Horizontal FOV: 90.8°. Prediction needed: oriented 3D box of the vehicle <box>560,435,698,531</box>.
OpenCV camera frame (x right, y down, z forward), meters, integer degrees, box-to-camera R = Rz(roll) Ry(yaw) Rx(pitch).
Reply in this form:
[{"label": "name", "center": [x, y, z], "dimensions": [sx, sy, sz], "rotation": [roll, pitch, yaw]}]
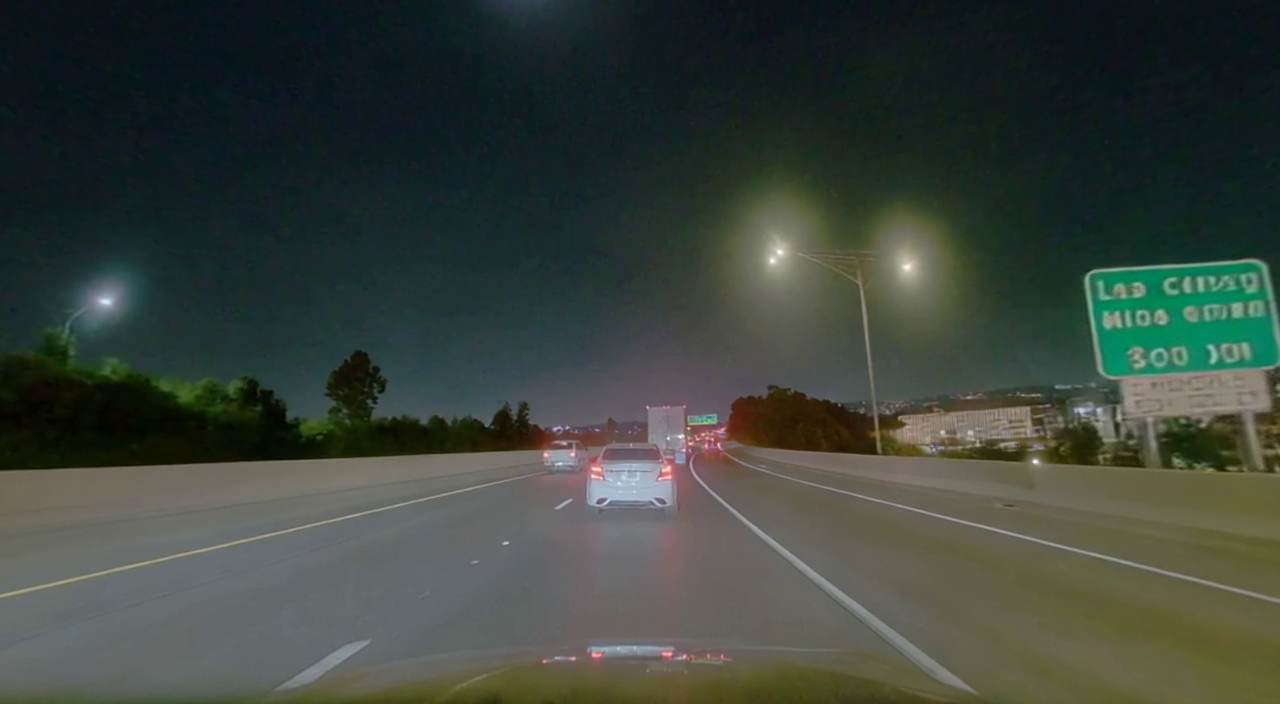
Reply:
[{"label": "vehicle", "center": [-0.142, 2.342, 11.867], "dimensions": [2.136, 1.470, 3.971], "rotation": [-1, -9, 1]}]
